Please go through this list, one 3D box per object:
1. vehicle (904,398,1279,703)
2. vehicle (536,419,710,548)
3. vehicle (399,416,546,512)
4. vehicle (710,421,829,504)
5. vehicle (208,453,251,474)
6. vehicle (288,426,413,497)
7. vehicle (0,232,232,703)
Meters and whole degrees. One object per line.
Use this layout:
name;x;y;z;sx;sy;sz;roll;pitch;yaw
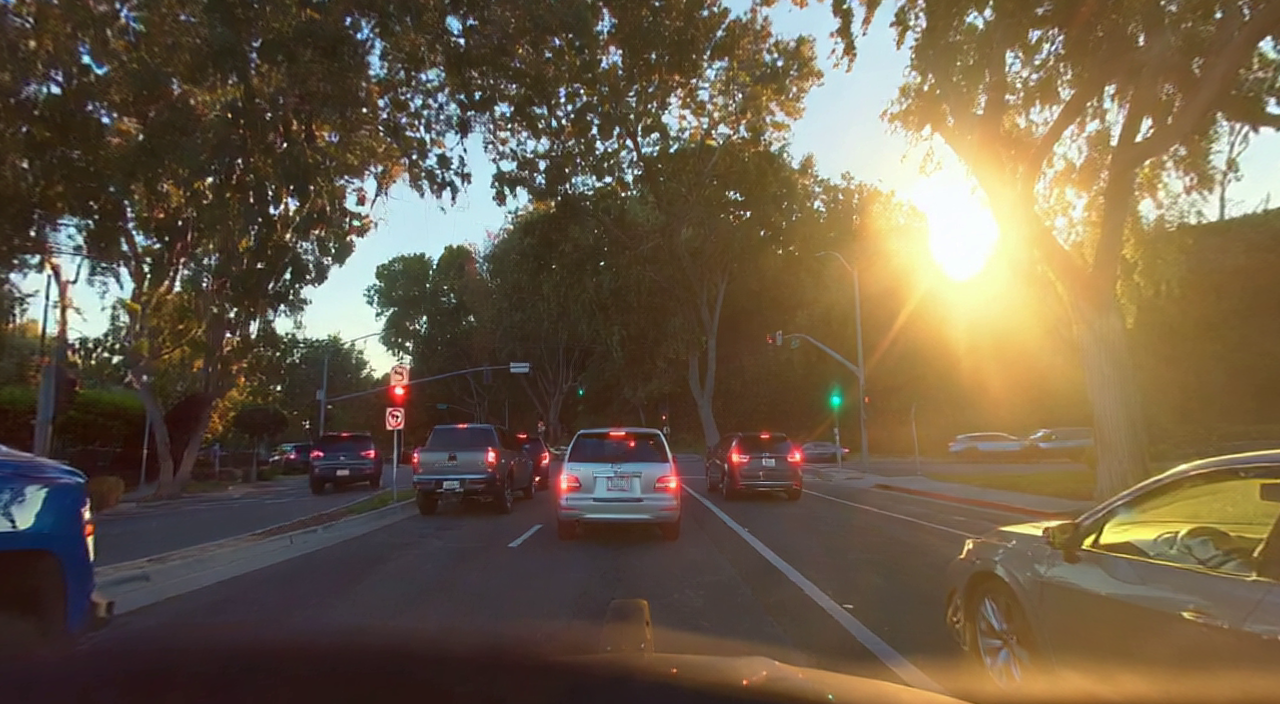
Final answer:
vehicle;3.009;0.963;2.517;1.874;1.477;4.698;0;-8;0
vehicle;-0.223;1.934;9.881;2.194;1.607;3.690;0;-8;0
vehicle;-3.631;2.526;14.656;2.089;1.857;4.488;0;-8;1
vehicle;3.132;2.800;16.376;2.102;1.841;4.587;0;-8;0
vehicle;-31.342;8.478;48.031;1.950;1.431;4.198;8;-12;-42
vehicle;-8.248;3.141;18.527;2.088;1.787;4.728;1;-9;-9
vehicle;-3.482;0.356;0.316;2.656;2.021;5.800;0;-8;0
